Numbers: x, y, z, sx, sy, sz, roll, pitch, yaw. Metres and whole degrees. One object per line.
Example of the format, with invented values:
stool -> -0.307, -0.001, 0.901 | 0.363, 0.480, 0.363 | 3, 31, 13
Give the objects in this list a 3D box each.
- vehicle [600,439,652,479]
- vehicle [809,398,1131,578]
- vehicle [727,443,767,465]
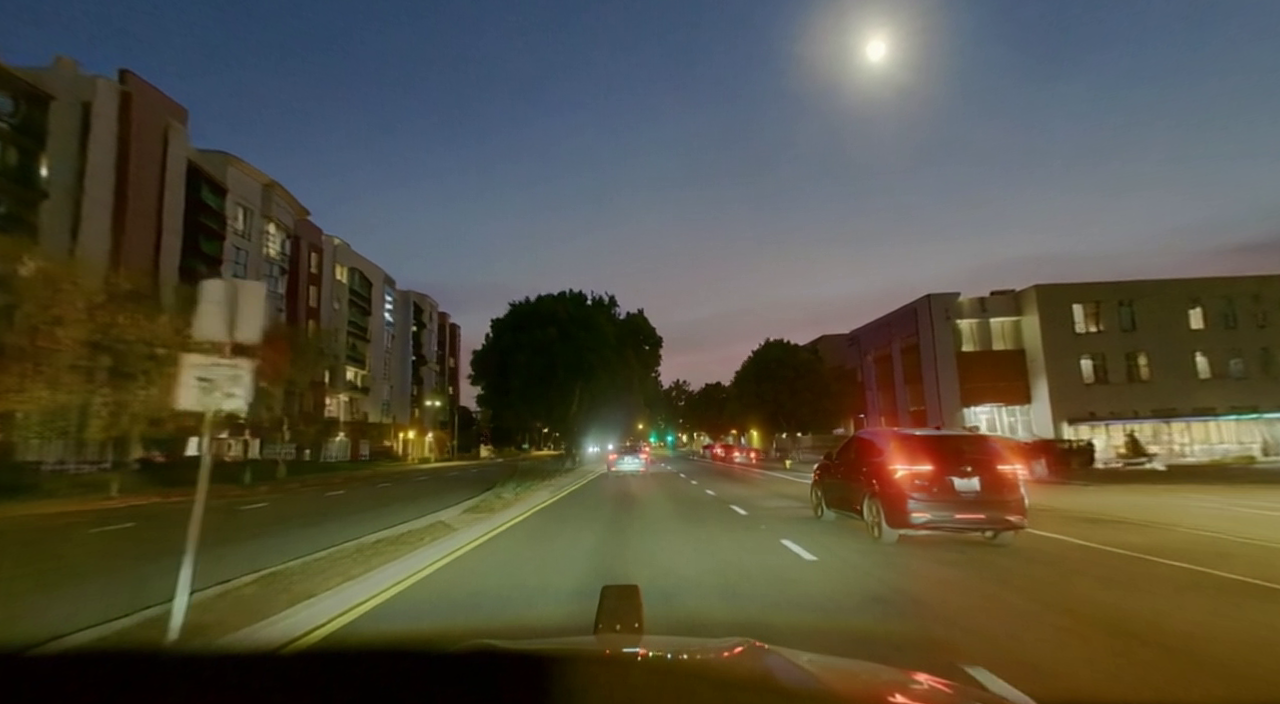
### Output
vehicle -> -0.513, 4.359, 25.963 | 2.006, 1.487, 3.535 | -1, -8, 1
vehicle -> 3.770, 1.625, 8.243 | 1.949, 1.723, 4.020 | 0, -8, -1
vehicle -> 7.733, 7.437, 46.056 | 1.962, 1.484, 4.644 | 0, -8, -1
